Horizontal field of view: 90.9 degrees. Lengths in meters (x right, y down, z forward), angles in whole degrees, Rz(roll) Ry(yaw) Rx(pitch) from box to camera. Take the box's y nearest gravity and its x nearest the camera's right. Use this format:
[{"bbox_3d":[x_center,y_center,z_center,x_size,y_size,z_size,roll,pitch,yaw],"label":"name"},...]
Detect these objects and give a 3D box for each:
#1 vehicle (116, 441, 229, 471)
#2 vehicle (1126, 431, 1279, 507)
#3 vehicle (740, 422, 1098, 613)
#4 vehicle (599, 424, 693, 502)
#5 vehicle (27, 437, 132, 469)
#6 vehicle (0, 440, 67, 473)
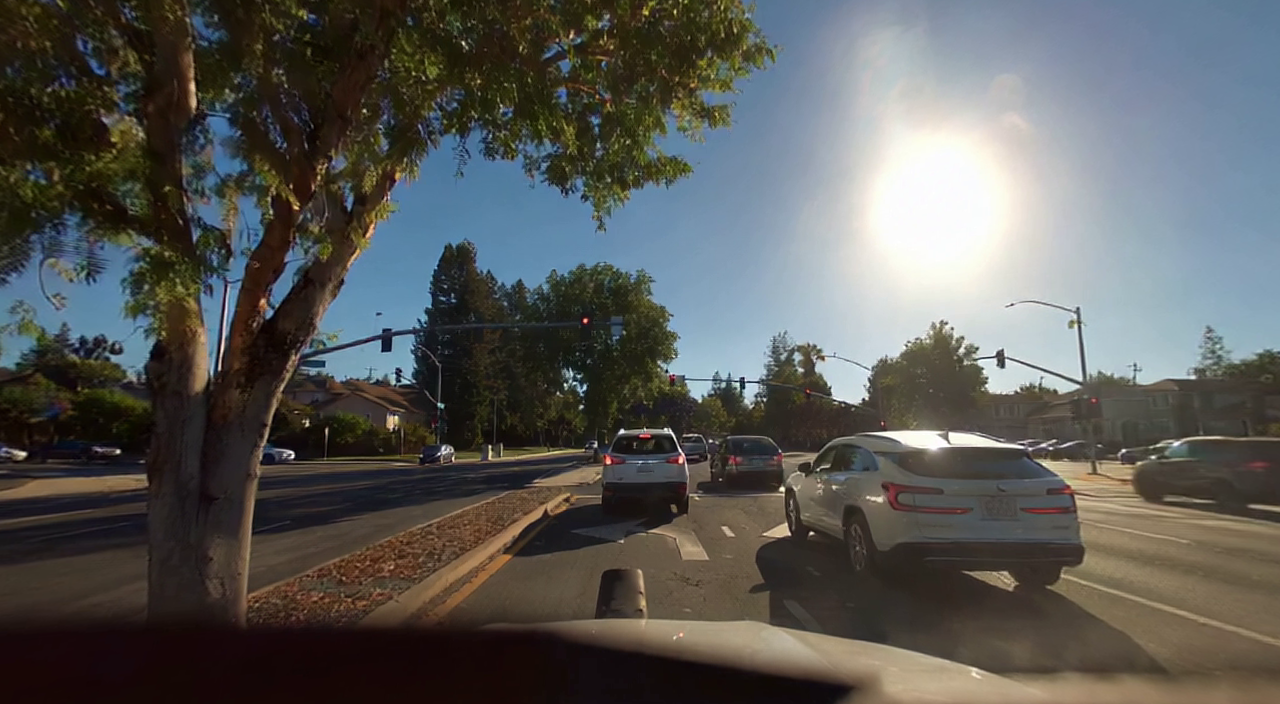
[{"bbox_3d":[-26.342,5.879,35.628,4.724,1.630,1.968,0,-8,-3],"label":"vehicle"},{"bbox_3d":[16.262,3.124,17.268,2.010,1.796,4.755,0,-8,0],"label":"vehicle"},{"bbox_3d":[2.548,1.626,7.207,2.009,1.480,4.423,0,-8,-1],"label":"vehicle"},{"bbox_3d":[0.071,2.780,16.120,2.099,1.705,4.020,0,-8,-2],"label":"vehicle"},{"bbox_3d":[-36.861,6.624,41.526,4.771,1.778,2.032,3,-8,-2],"label":"vehicle"},{"bbox_3d":[-35.041,5.774,34.931,4.465,1.693,1.959,2,-9,-1],"label":"vehicle"}]
